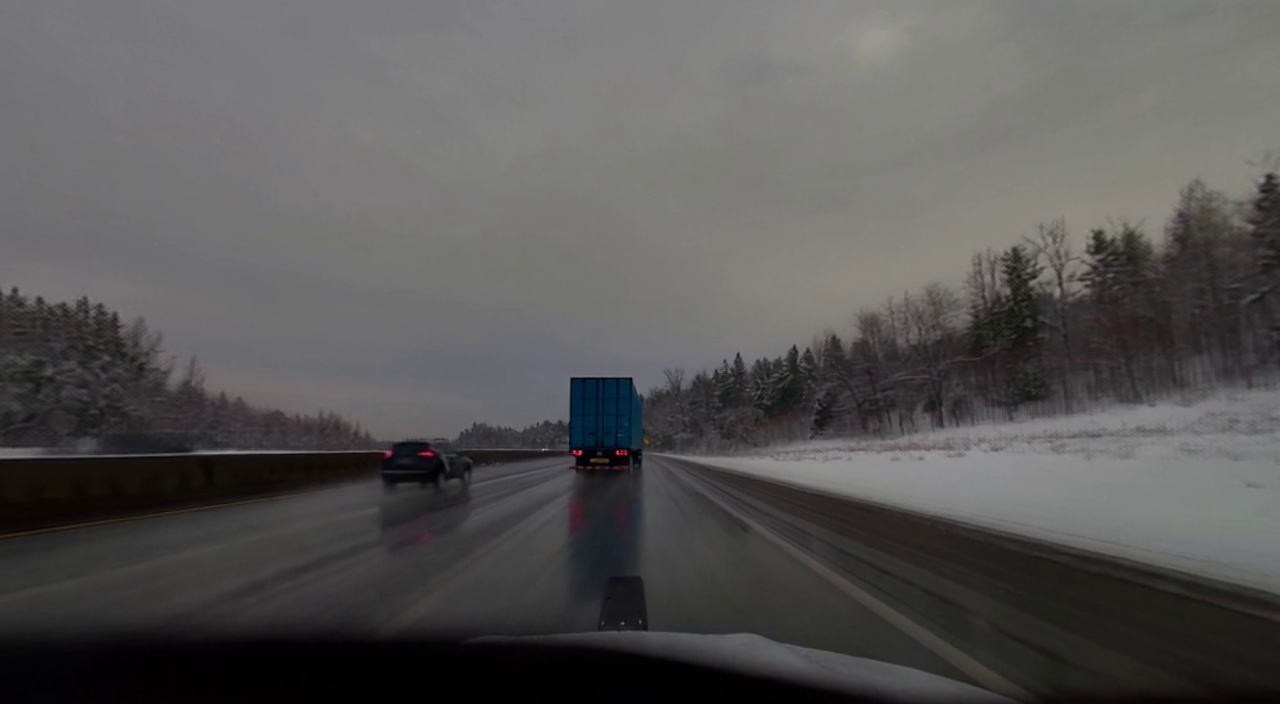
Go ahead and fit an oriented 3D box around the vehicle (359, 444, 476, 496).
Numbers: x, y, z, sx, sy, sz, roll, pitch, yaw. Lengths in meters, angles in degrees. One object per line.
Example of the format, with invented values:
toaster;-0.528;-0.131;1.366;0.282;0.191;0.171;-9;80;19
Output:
vehicle;-6.709;3.606;19.612;1.967;1.420;4.473;0;-9;0

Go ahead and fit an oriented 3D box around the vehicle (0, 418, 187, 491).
vehicle;-18.654;3.444;21.365;2.211;2.118;5.723;0;-9;1

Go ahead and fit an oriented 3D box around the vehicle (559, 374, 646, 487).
vehicle;-1.282;3.925;30.180;2.851;4.098;14.436;0;-9;2
